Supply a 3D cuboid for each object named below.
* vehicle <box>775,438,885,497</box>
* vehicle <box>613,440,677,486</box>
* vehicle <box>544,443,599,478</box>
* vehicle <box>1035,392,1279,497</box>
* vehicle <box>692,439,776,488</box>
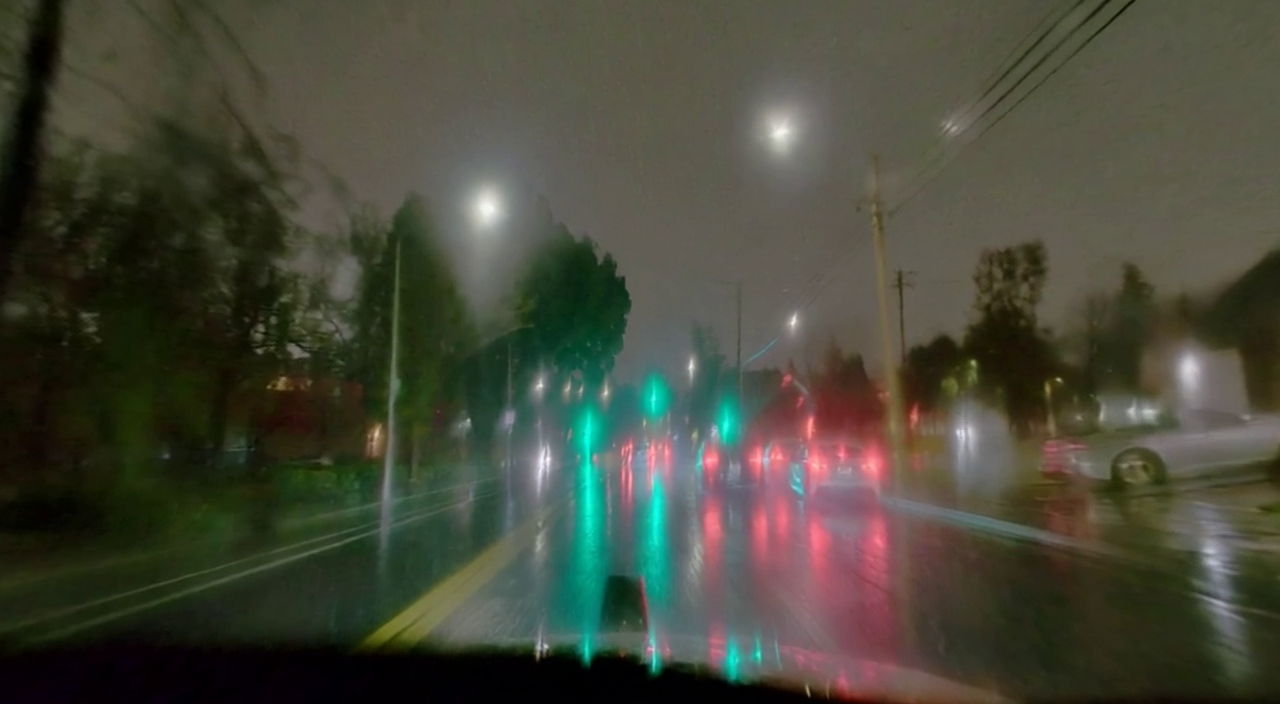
[{"bbox_3d":[5.840,3.586,20.094,2.011,1.620,4.694,0,-8,0],"label":"vehicle"},{"bbox_3d":[0.172,3.935,22.768,2.101,1.467,4.210,0,-8,0],"label":"vehicle"},{"bbox_3d":[-3.123,5.058,29.631,2.012,1.505,4.205,-1,-8,2],"label":"vehicle"},{"bbox_3d":[13.740,2.233,15.803,5.929,1.970,2.381,-5,-8,-1],"label":"vehicle"},{"bbox_3d":[3.094,3.790,21.764,2.158,1.483,4.415,0,-8,-1],"label":"vehicle"}]
